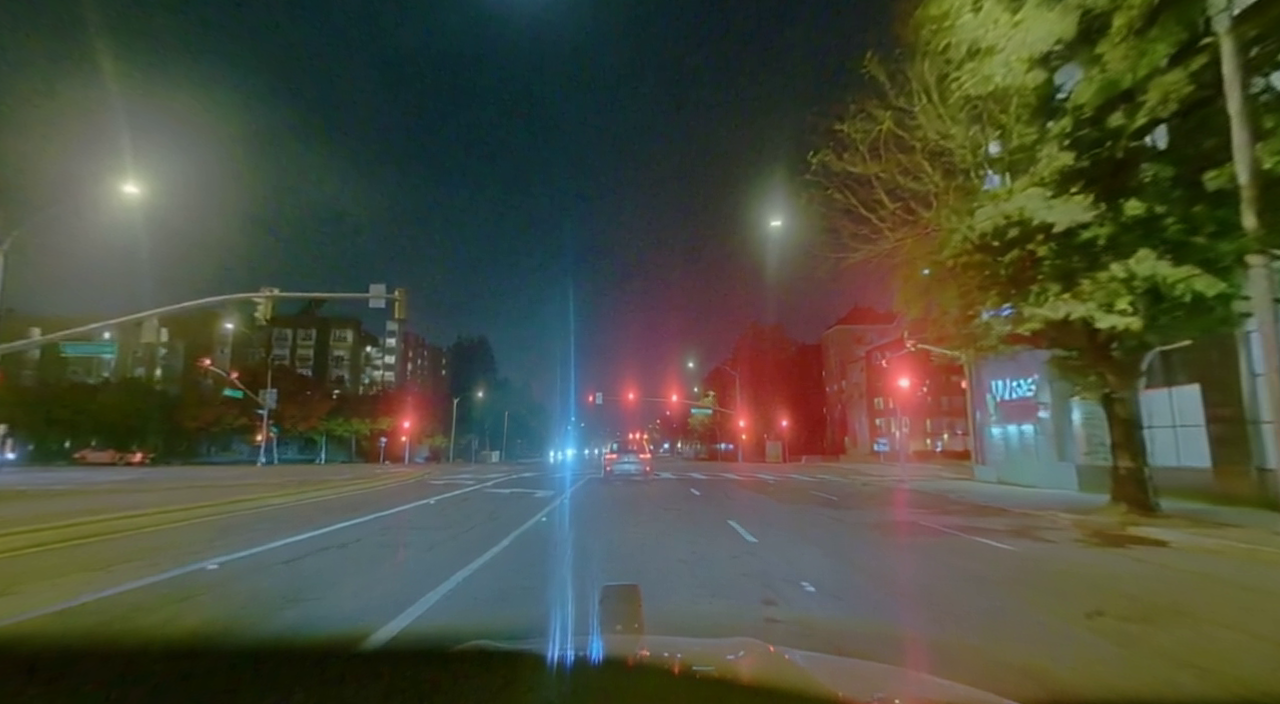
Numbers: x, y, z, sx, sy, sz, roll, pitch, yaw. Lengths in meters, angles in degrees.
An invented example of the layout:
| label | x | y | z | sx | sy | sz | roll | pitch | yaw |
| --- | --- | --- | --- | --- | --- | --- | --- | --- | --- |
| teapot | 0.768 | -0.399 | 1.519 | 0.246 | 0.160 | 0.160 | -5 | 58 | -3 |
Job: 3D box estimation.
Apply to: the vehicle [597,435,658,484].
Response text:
| label | x | y | z | sx | sy | sz | roll | pitch | yaw |
| --- | --- | --- | --- | --- | --- | --- | --- | --- | --- |
| vehicle | -0.452 | 3.934 | 23.287 | 2.066 | 1.618 | 3.922 | 0 | -9 | -1 |

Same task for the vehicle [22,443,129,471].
| label | x | y | z | sx | sy | sz | roll | pitch | yaw |
| --- | --- | --- | --- | --- | --- | --- | --- | --- | --- |
| vehicle | -36.476 | 6.805 | 40.926 | 4.912 | 1.731 | 2.022 | 0 | -9 | -1 |

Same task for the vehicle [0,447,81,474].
| label | x | y | z | sx | sy | sz | roll | pitch | yaw |
| --- | --- | --- | --- | --- | --- | --- | --- | --- | --- |
| vehicle | -36.939 | 6.472 | 37.776 | 4.891 | 1.591 | 2.067 | 0 | -9 | -2 |
